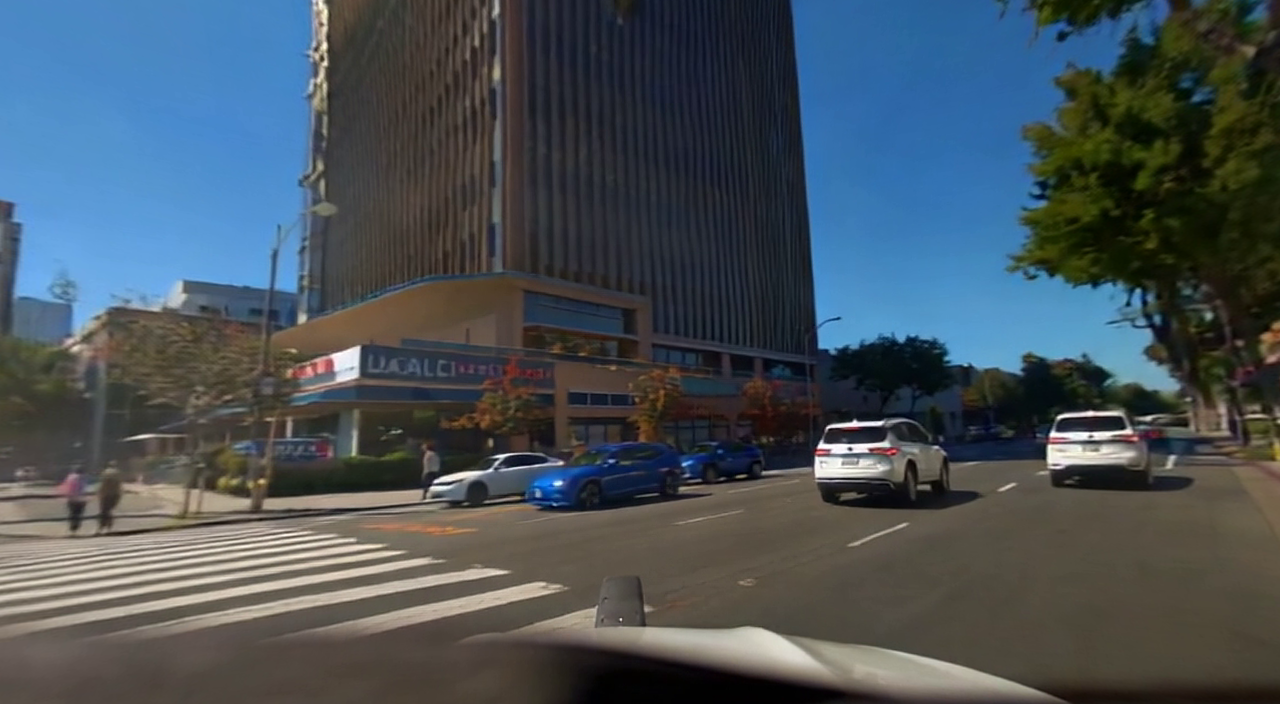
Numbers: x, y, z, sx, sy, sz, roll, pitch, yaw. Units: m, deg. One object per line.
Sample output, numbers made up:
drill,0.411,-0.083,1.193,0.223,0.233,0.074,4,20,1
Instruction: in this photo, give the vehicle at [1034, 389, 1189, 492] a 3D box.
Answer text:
vehicle,10.994,2.060,14.707,2.352,1.953,4.796,-7,-11,38

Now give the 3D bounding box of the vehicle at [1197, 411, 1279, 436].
vehicle,38.332,4.524,39.731,4.426,1.490,1.862,-4,-9,23

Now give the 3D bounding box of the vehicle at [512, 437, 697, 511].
vehicle,-0.694,2.836,15.244,1.857,1.507,4.504,-7,-11,39

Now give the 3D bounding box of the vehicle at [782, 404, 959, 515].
vehicle,4.543,2.005,12.078,2.023,1.702,4.152,-6,-10,35

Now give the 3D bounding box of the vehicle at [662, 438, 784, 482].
vehicle,3.364,4.142,24.674,2.103,1.514,5.374,-8,-11,40

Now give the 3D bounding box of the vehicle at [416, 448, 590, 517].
vehicle,-3.440,3.278,16.474,1.989,1.508,4.021,-7,-11,39
